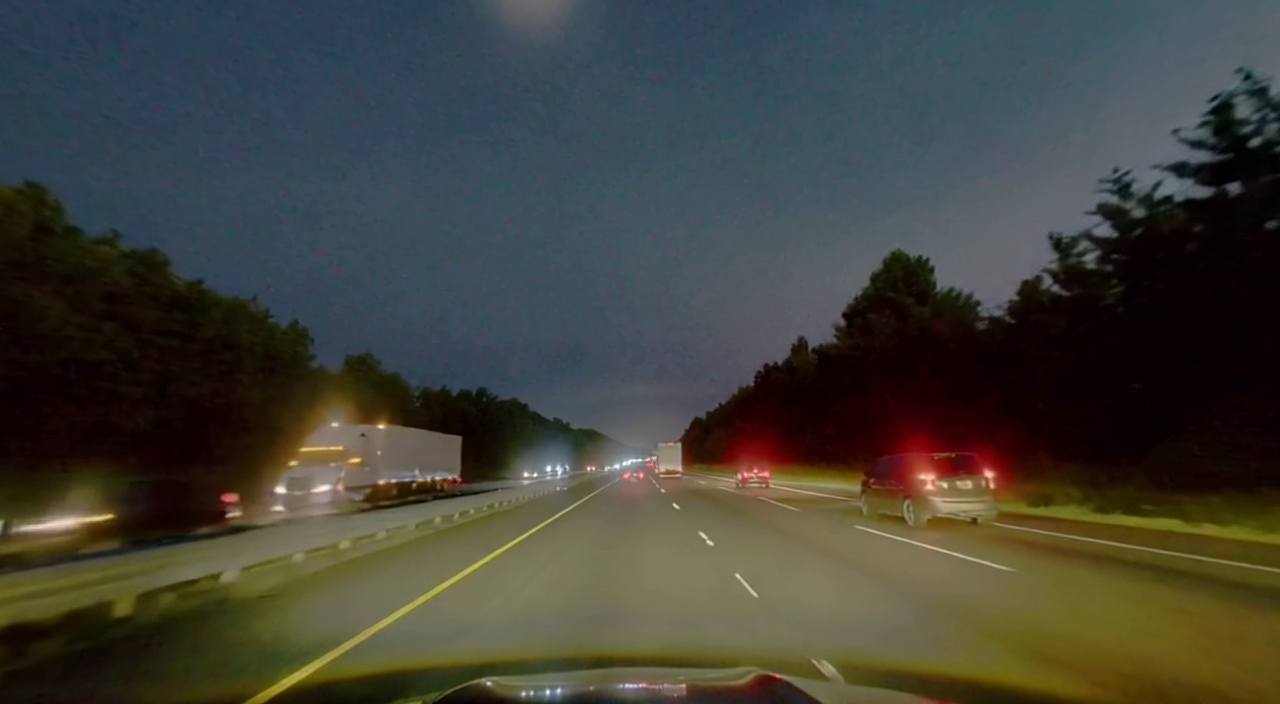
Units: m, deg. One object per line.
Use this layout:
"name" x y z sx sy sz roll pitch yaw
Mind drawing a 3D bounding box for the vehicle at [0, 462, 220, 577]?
"vehicle" -9.545 2.619 10.513 1.931 1.502 4.561 1 -10 -1

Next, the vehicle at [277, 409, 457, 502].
"vehicle" -14.111 5.952 35.379 2.881 3.936 16.436 1 -10 0

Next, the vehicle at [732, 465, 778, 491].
"vehicle" 7.071 7.820 39.217 1.977 1.494 4.311 1 -10 -1
